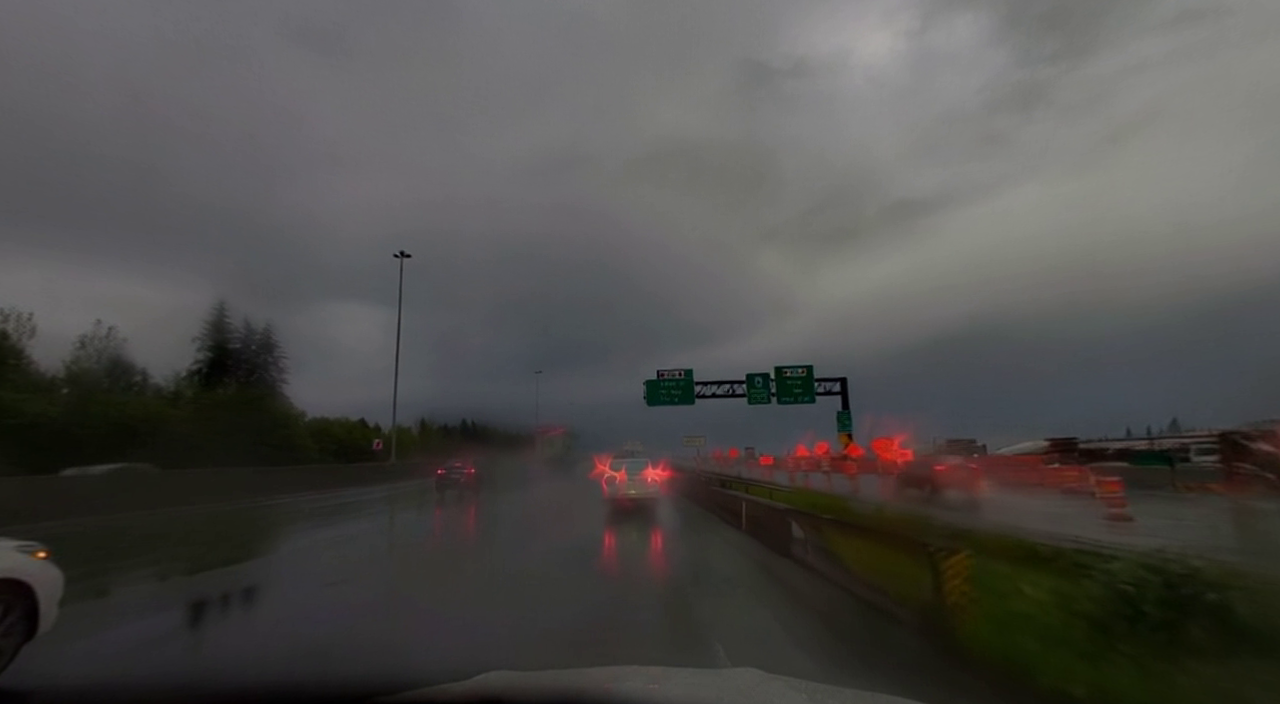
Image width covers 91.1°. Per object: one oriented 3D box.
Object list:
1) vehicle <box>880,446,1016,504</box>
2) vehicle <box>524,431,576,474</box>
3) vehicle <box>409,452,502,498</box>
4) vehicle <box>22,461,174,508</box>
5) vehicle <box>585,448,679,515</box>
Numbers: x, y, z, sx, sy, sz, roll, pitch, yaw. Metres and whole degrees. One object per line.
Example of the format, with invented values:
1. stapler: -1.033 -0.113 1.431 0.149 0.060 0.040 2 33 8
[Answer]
1. vehicle: 8.654 3.460 18.093 1.871 1.460 3.754 0 -9 -3
2. vehicle: -5.925 6.759 42.270 2.326 2.645 6.249 -1 -9 2
3. vehicle: -6.337 4.254 22.117 2.063 1.417 4.000 0 -9 -1
4. vehicle: -18.894 4.597 22.204 1.815 1.416 4.035 0 -9 -2
5. vehicle: -0.230 3.135 15.685 2.080 1.451 3.512 0 -9 -2
